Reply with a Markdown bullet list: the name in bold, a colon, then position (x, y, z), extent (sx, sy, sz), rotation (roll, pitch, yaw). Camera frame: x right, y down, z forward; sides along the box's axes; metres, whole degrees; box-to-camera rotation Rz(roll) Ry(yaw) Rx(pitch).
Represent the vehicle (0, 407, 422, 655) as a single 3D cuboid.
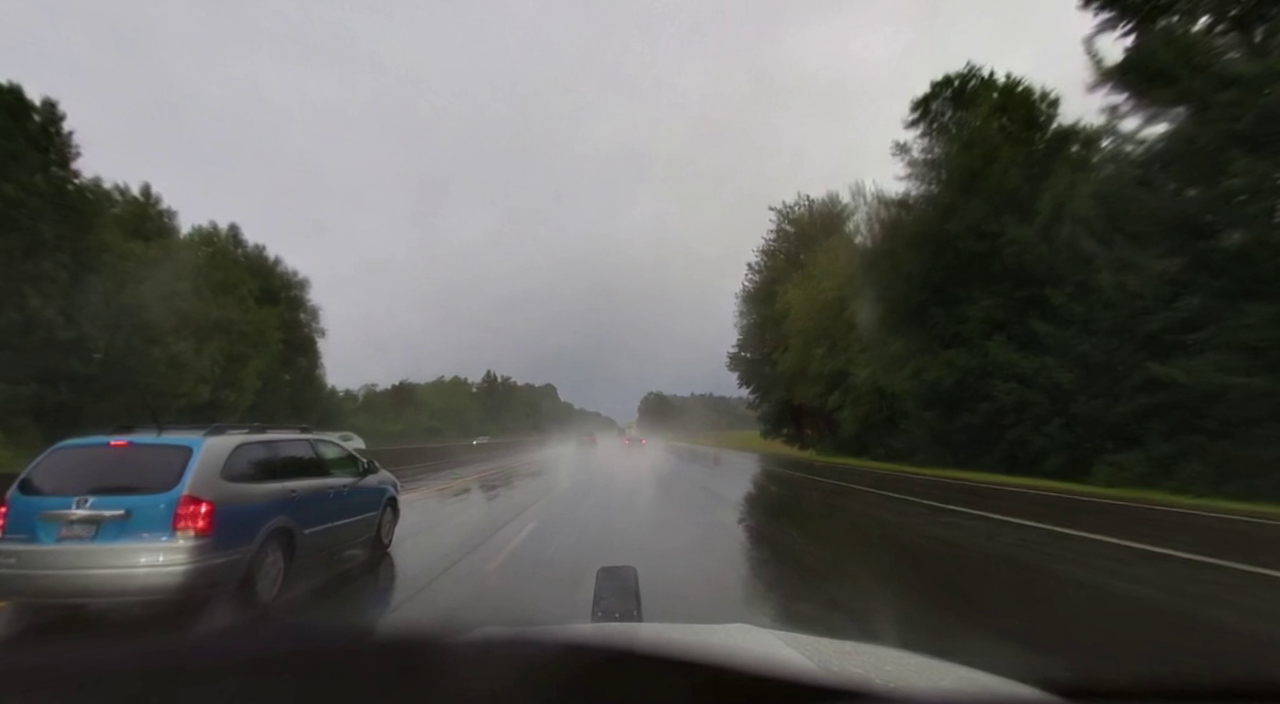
- **vehicle**: position (-3.736, 1.357, 5.915), extent (1.931, 1.483, 4.105), rotation (0, -8, -1)
